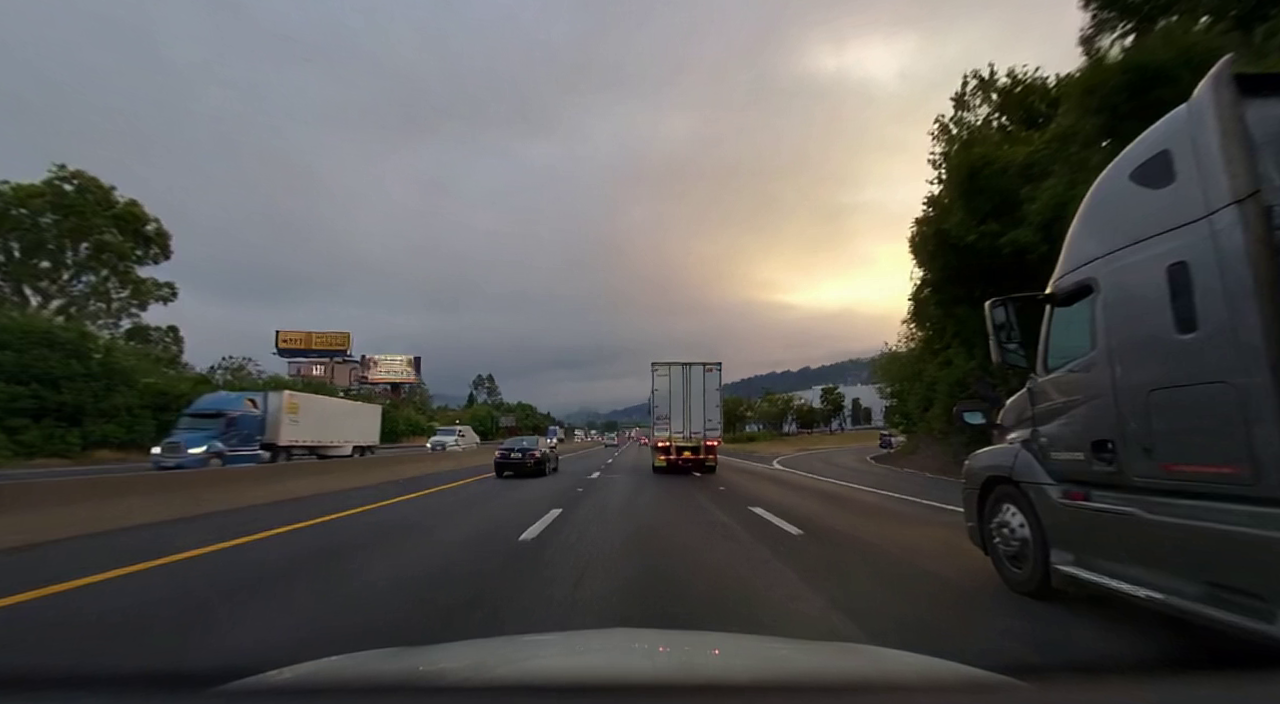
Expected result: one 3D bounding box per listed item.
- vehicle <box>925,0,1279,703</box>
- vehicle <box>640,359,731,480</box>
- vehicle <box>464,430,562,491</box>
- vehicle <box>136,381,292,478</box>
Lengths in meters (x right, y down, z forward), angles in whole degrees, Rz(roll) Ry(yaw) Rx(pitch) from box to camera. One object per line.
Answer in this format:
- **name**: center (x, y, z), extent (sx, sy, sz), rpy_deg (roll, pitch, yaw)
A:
- **vehicle**: center (4.534, -0.260, 1.246), extent (3.070, 3.575, 9.842), rpy_deg (0, -8, -2)
- **vehicle**: center (1.543, 2.885, 25.713), extent (2.871, 3.815, 11.331), rpy_deg (0, -8, 1)
- **vehicle**: center (-3.370, 2.934, 17.455), extent (1.930, 1.484, 3.849), rpy_deg (0, -8, 0)
- **vehicle**: center (-19.493, 3.629, 29.400), extent (3.006, 4.031, 5.934), rpy_deg (0, -8, -1)
